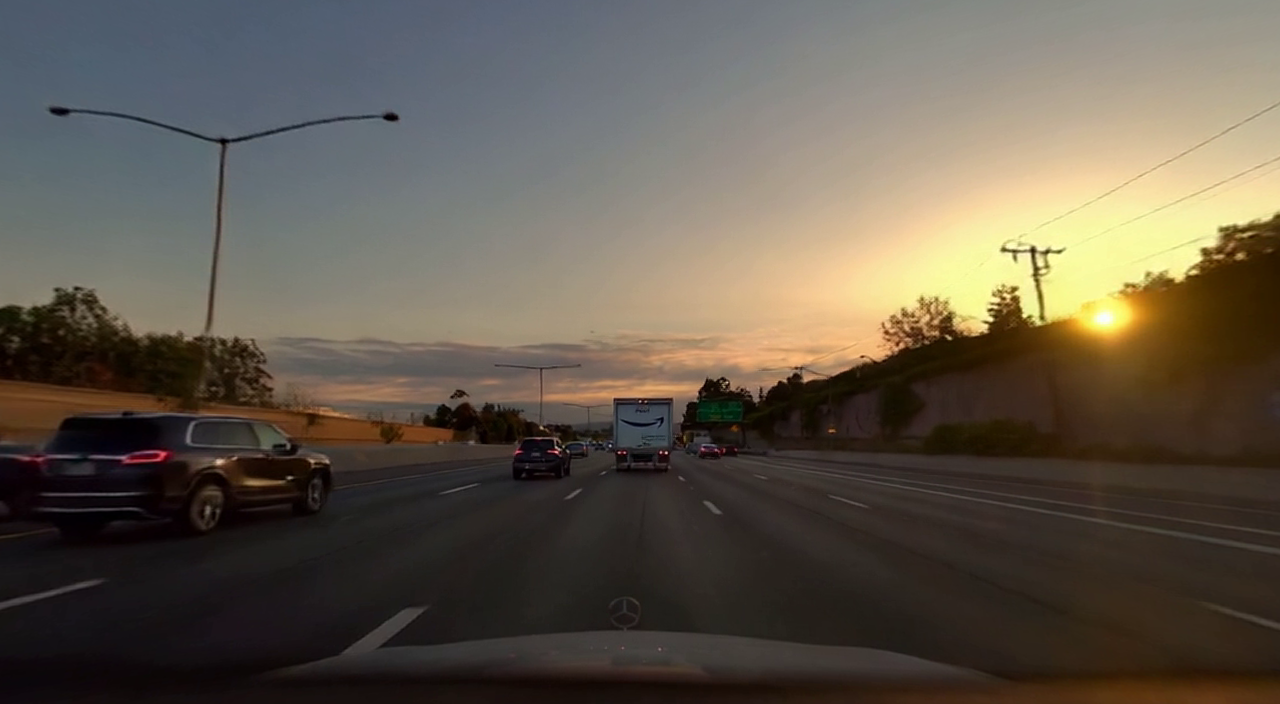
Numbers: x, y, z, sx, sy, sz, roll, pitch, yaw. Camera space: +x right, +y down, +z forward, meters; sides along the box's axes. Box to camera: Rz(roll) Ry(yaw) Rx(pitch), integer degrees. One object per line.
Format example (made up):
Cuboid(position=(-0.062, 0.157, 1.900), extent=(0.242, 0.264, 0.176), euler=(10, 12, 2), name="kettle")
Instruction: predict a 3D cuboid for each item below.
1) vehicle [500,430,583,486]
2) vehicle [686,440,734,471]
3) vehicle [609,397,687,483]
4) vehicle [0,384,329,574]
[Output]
Cuboid(position=(-3.180, 3.545, 21.338), extent=(2.095, 1.688, 4.188), euler=(0, -9, 0), name="vehicle")
Cuboid(position=(3.703, 5.546, 33.896), extent=(1.970, 1.499, 4.491), euler=(1, -8, -1), name="vehicle")
Cuboid(position=(0.251, 3.273, 23.221), extent=(2.456, 2.705, 6.251), euler=(0, -9, 0), name="vehicle")
Cuboid(position=(-6.730, 1.620, 8.815), extent=(2.101, 1.858, 5.071), euler=(0, -8, 0), name="vehicle")
